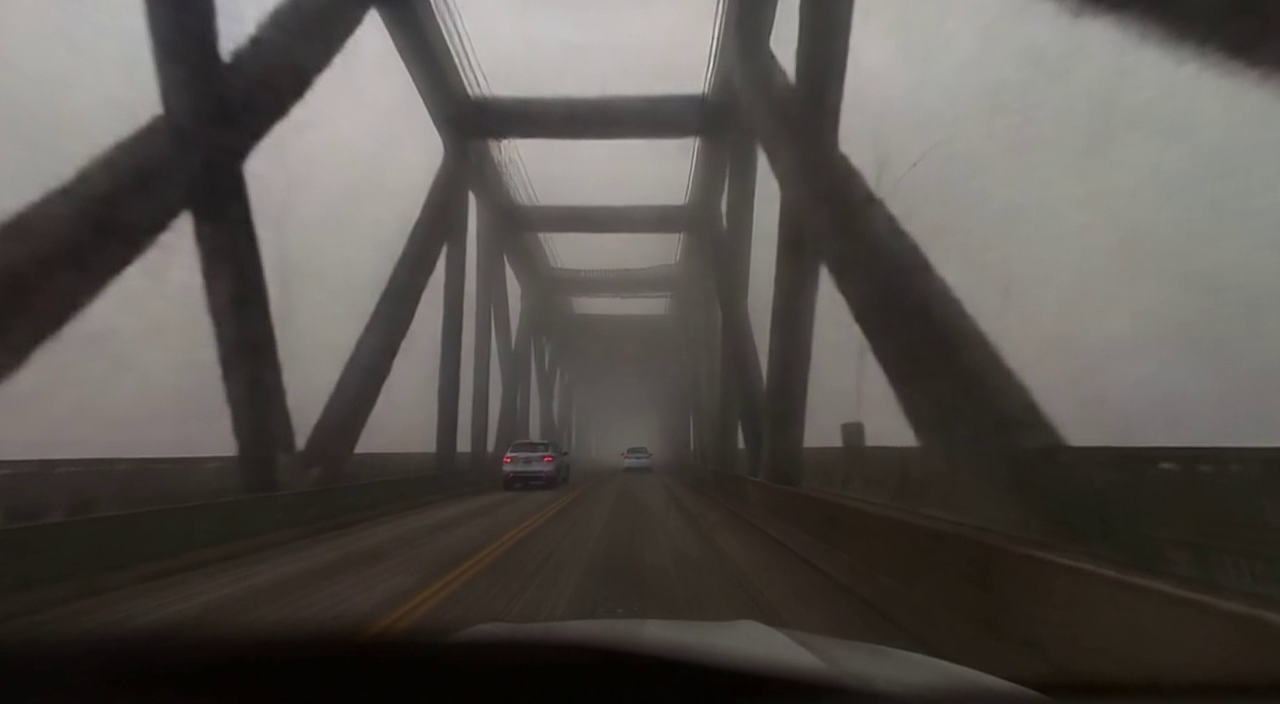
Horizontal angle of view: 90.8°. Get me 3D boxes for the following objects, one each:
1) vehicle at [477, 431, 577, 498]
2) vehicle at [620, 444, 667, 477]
[{"bbox_3d":[-3.350,3.461,19.820,2.190,1.807,4.741,0,-9,1],"label":"vehicle"},{"bbox_3d":[0.153,5.140,30.110,2.048,1.450,3.973,0,-9,0],"label":"vehicle"}]
